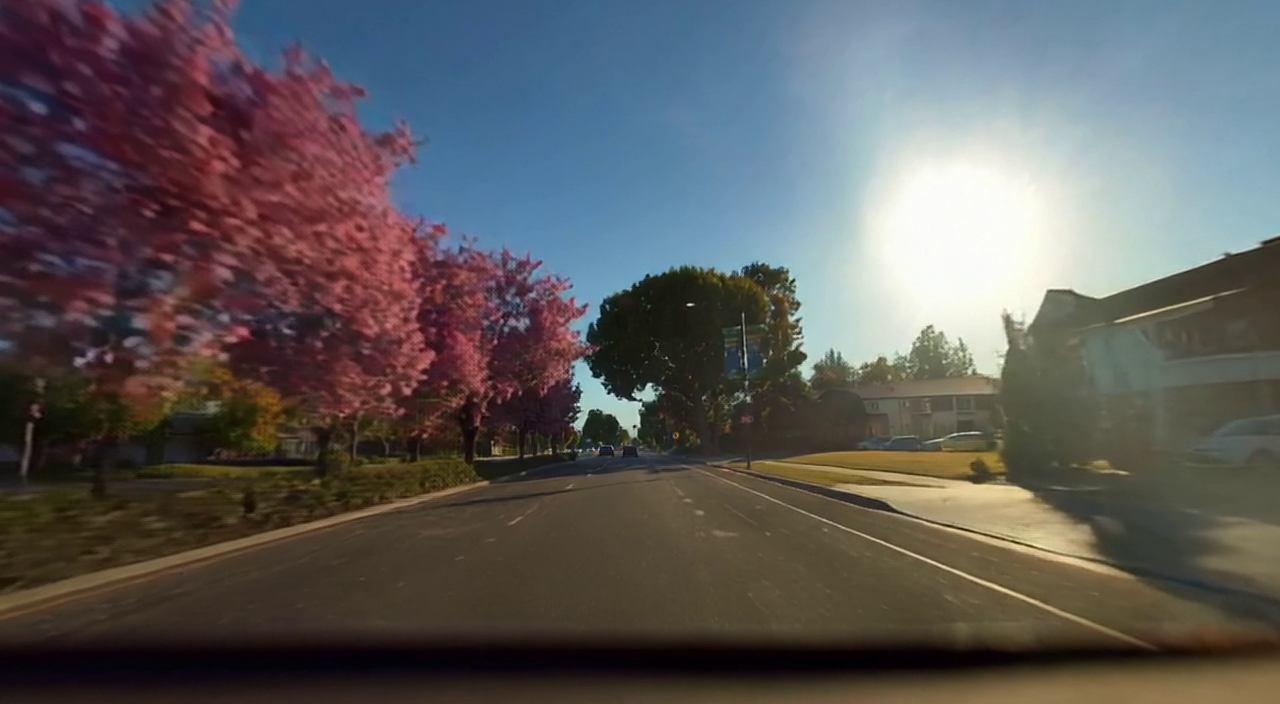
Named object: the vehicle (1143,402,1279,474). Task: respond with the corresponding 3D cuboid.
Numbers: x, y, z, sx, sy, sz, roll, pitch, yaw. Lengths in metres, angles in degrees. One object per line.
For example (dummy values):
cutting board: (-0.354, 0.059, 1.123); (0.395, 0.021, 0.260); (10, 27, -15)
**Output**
vehicle: (15.195, 2.032, 14.902); (4.877, 1.592, 1.913); (0, -8, 2)
